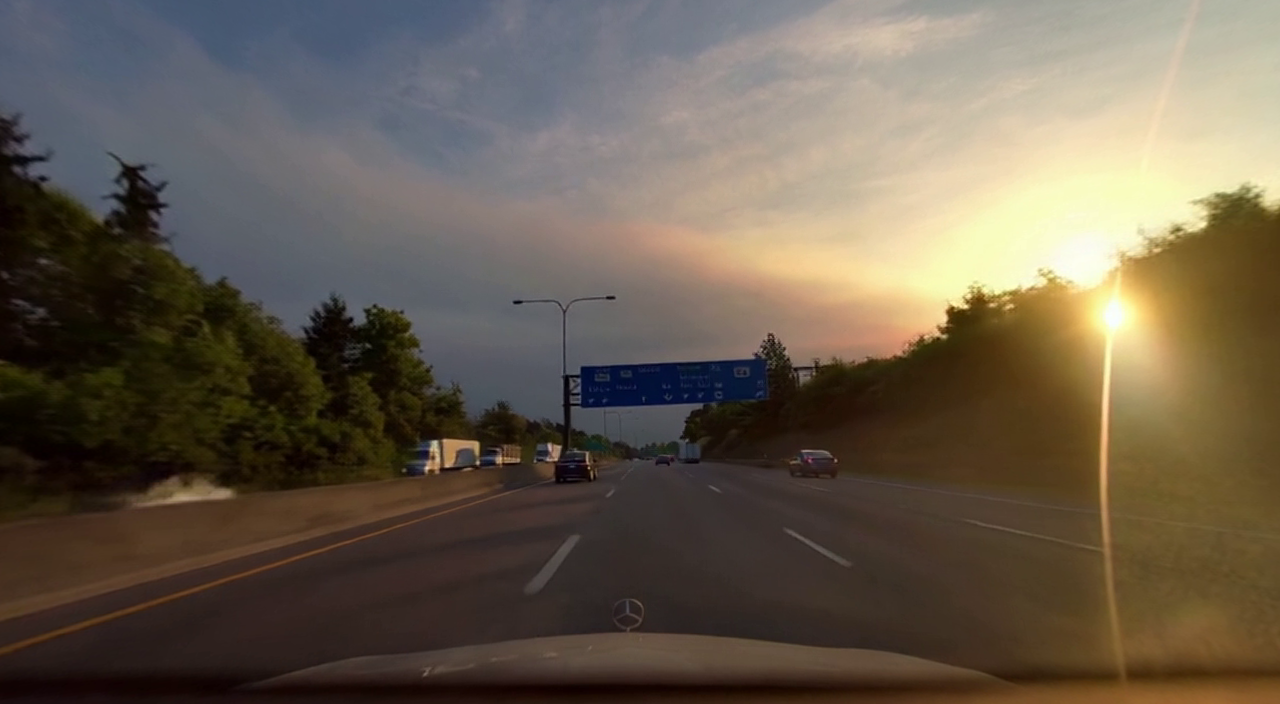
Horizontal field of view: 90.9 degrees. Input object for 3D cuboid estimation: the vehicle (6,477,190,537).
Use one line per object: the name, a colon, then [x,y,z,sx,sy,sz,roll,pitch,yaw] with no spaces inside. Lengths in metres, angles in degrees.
vehicle: [-17.158,4.900,20.336,1.893,1.483,4.433,0,-9,2]

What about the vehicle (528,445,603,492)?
vehicle: [-2.644,4.285,23.491,2.191,1.563,4.318,0,-9,1]

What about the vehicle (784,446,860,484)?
vehicle: [7.864,4.923,27.696,1.943,1.493,4.507,0,-9,-1]
